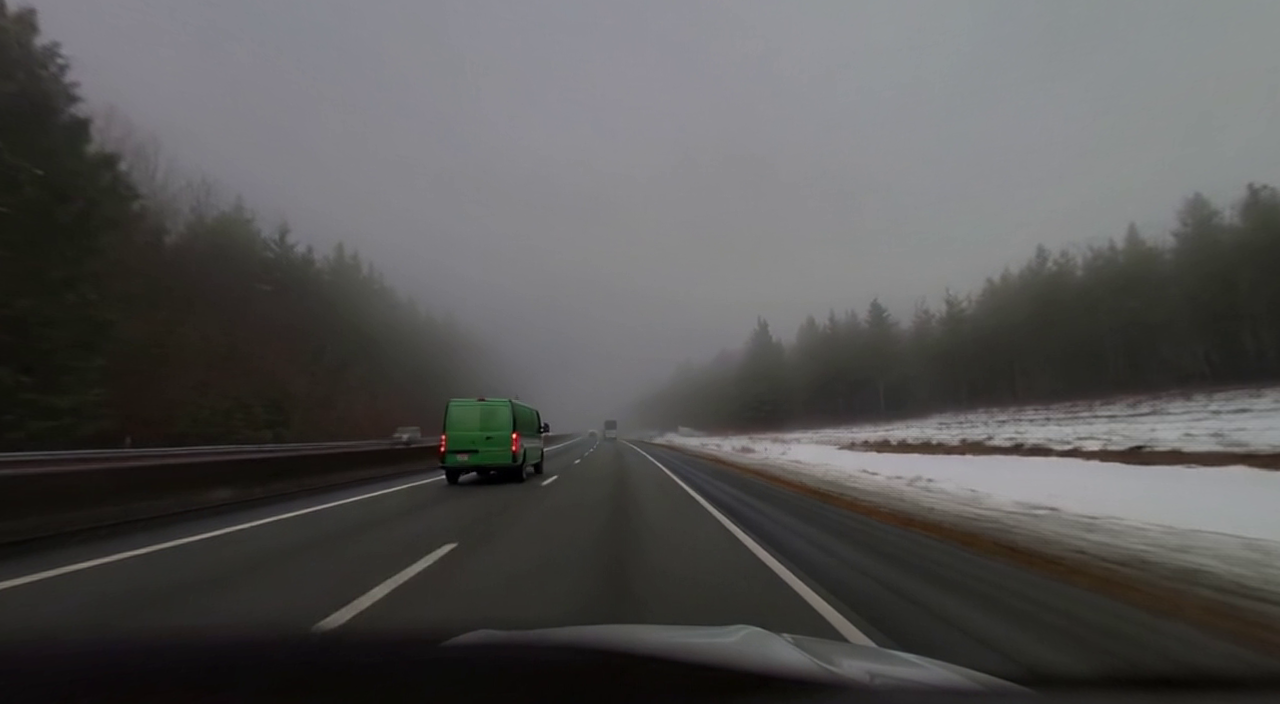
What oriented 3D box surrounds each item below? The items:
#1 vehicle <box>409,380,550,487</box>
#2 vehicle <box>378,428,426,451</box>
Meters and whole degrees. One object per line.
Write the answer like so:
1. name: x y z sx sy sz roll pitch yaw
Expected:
1. vehicle: -4.153 2.275 17.571 2.561 2.509 5.465 0 -8 -1
2. vehicle: -16.355 6.033 43.426 1.825 1.536 4.043 0 -7 -2
